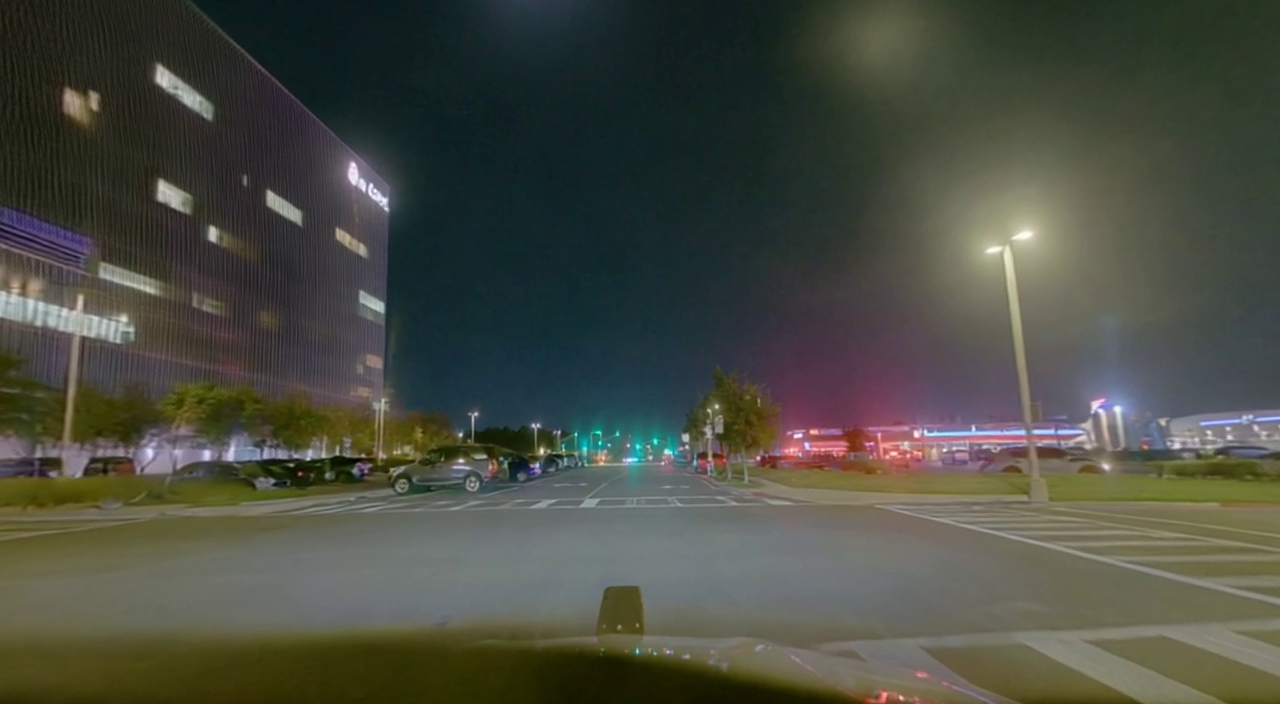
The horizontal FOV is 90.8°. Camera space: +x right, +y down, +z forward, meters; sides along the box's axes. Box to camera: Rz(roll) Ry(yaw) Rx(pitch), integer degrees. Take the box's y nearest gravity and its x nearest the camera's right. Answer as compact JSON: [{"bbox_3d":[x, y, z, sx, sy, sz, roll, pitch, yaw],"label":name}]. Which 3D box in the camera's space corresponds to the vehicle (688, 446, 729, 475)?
[{"bbox_3d":[4.551,7.282,42.791,2.262,1.794,5.331,0,-8,0],"label":"vehicle"}]

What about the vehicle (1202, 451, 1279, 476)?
[{"bbox_3d":[36.970,6.774,38.453,1.678,1.423,4.191,0,-9,1],"label":"vehicle"}]

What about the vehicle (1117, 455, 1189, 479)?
[{"bbox_3d":[31.217,6.980,38.550,1.519,1.371,3.278,0,-8,-1],"label":"vehicle"}]

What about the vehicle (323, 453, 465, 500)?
[{"bbox_3d":[-8.700,4.356,22.464,4.442,1.504,1.809,4,-10,-28],"label":"vehicle"}]

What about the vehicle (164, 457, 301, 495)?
[{"bbox_3d":[-16.641,5.061,25.926,4.331,1.437,1.876,0,-8,3],"label":"vehicle"}]

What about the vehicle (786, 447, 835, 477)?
[{"bbox_3d":[10.532,6.785,39.271,1.936,1.673,4.305,0,-8,2],"label":"vehicle"}]

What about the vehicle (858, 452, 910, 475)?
[{"bbox_3d":[17.096,7.809,44.504,1.971,1.478,4.477,0,-8,1],"label":"vehicle"}]

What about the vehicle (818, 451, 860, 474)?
[{"bbox_3d":[14.173,7.879,45.199,1.935,1.477,3.719,0,-8,4],"label":"vehicle"}]

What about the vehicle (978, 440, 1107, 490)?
[{"bbox_3d":[16.486,4.613,26.298,2.048,1.852,4.998,0,-8,0],"label":"vehicle"}]
